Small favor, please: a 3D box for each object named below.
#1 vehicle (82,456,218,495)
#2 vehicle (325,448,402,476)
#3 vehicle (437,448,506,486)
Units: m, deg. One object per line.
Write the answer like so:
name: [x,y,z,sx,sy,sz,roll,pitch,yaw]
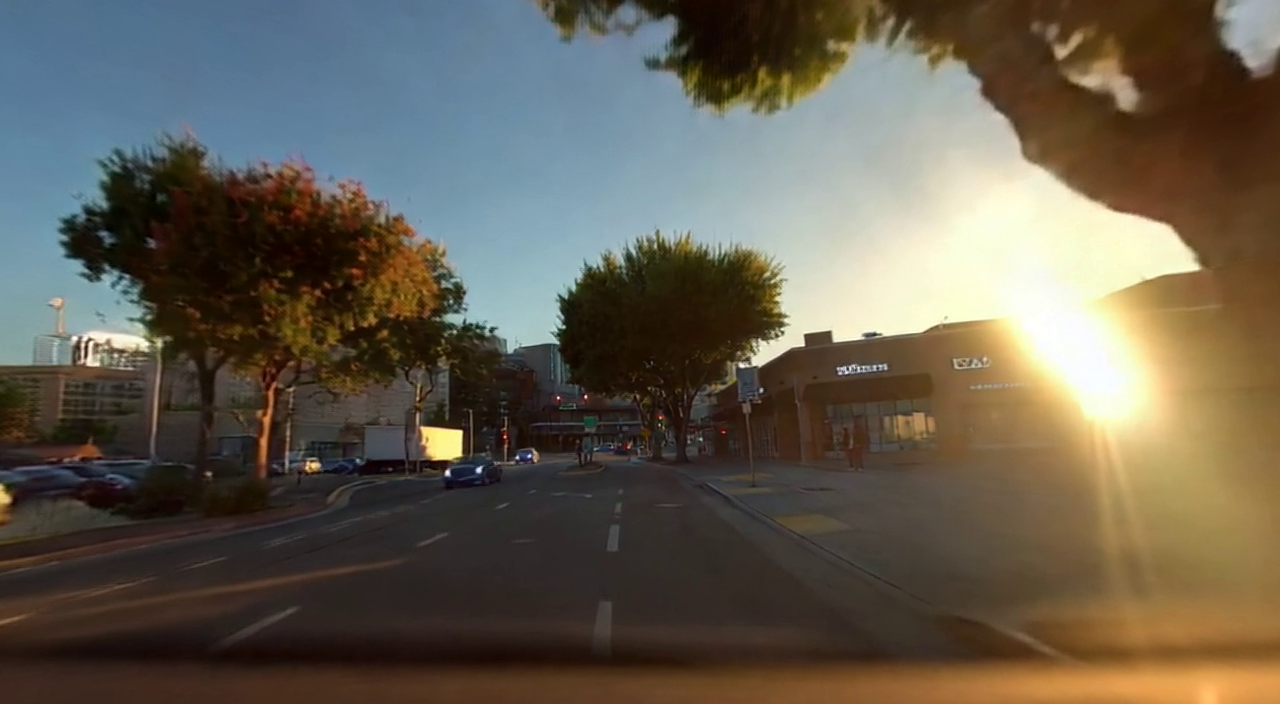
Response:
vehicle: [-21.948,5.542,28.555,1.928,1.490,4.462,-4,-9,16]
vehicle: [-18.097,7.206,41.629,2.101,1.721,4.587,-3,-9,17]
vehicle: [-7.363,5.045,28.018,1.899,1.517,4.384,0,-8,-1]
